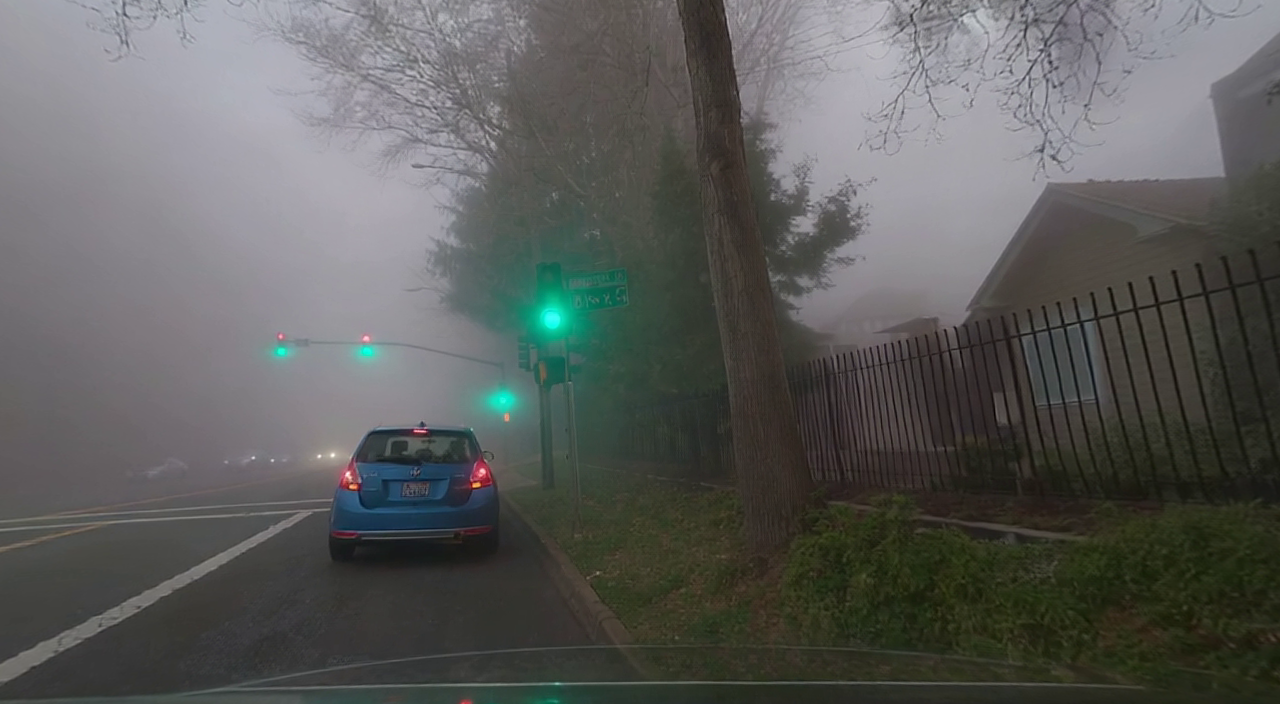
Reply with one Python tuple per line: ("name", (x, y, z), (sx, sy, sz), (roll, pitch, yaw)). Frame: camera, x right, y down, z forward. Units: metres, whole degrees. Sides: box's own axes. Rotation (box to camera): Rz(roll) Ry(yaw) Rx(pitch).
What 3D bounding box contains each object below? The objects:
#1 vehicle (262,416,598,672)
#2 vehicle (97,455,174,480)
("vehicle", (-1.825, 1.445, 5.879), (2.024, 1.502, 3.702), (3, -9, -17))
("vehicle", (-37.399, 8.549, 46.933), (3.959, 1.680, 1.785), (2, -9, -12))
